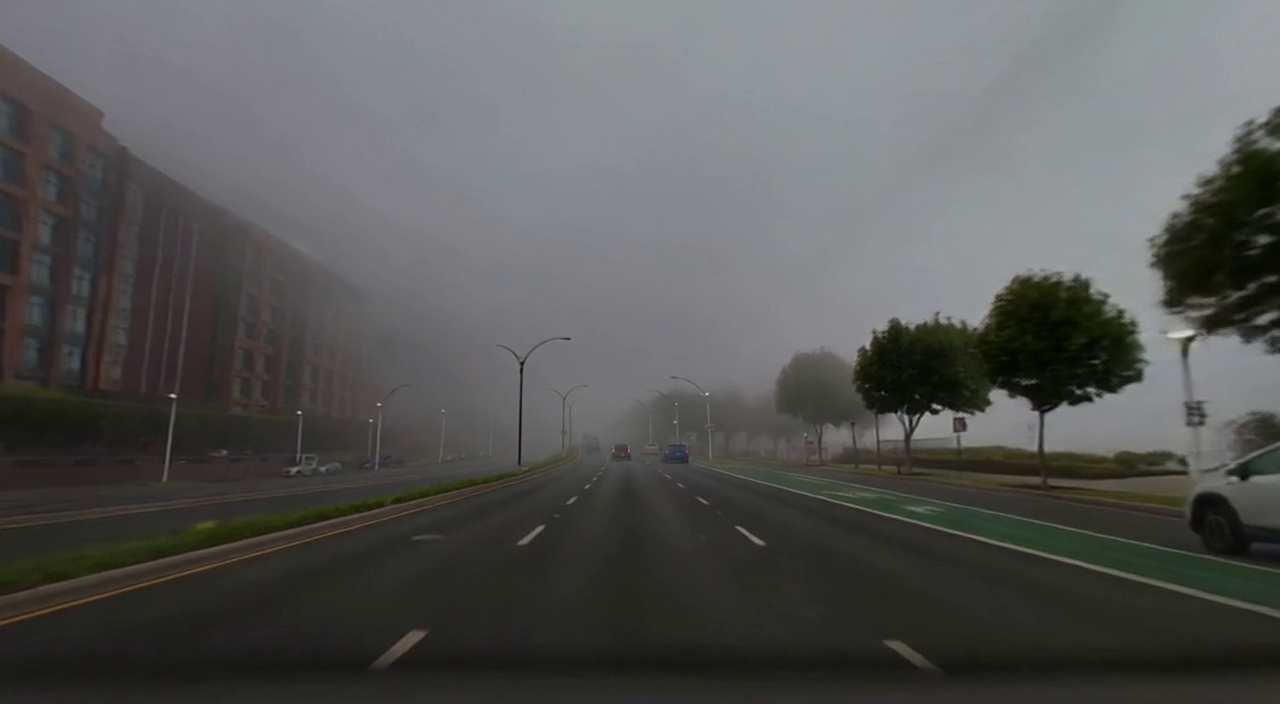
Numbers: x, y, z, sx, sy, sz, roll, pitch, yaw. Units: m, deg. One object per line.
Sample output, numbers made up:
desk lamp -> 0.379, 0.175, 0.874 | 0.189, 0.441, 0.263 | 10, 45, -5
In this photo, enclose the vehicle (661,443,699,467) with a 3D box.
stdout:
vehicle -> 2.699, 7.053, 43.491 | 2.090, 1.506, 4.382 | 0, -8, -3
